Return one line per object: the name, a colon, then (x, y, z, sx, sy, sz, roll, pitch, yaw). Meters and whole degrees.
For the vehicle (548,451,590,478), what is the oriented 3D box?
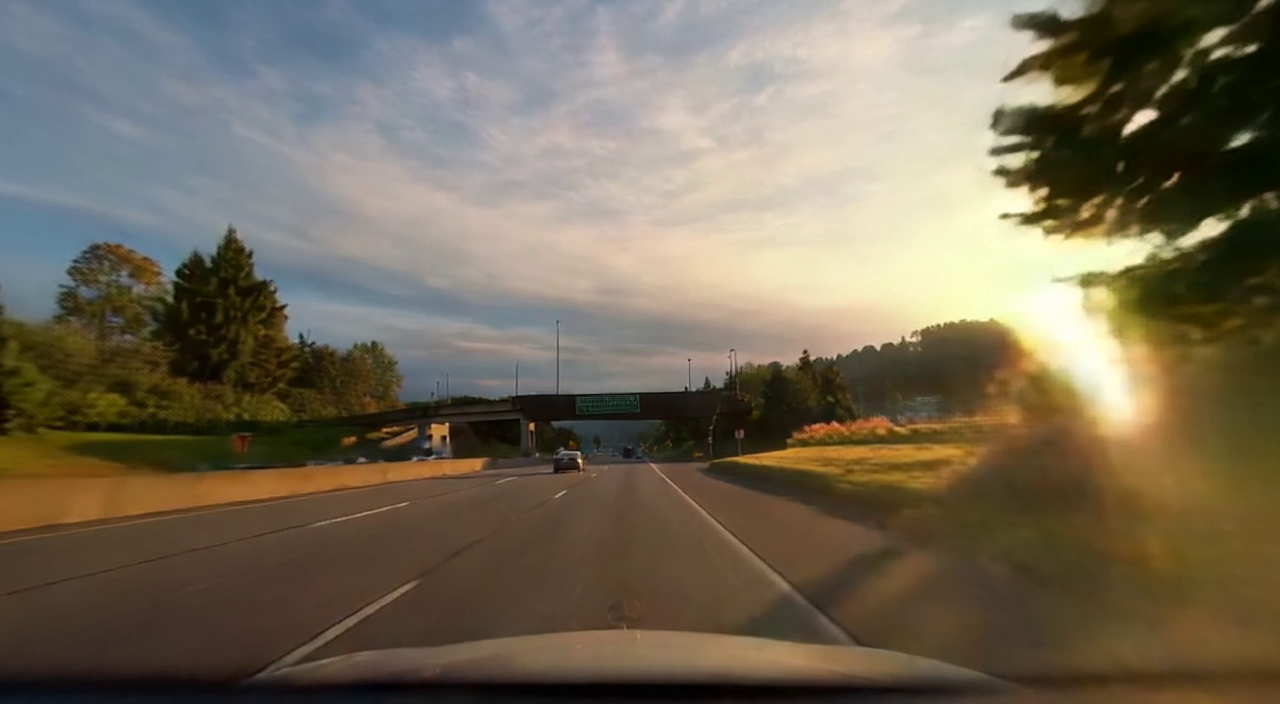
vehicle: (-4.109, 6.577, 37.114, 1.992, 1.504, 4.117, 0, -9, 0)
